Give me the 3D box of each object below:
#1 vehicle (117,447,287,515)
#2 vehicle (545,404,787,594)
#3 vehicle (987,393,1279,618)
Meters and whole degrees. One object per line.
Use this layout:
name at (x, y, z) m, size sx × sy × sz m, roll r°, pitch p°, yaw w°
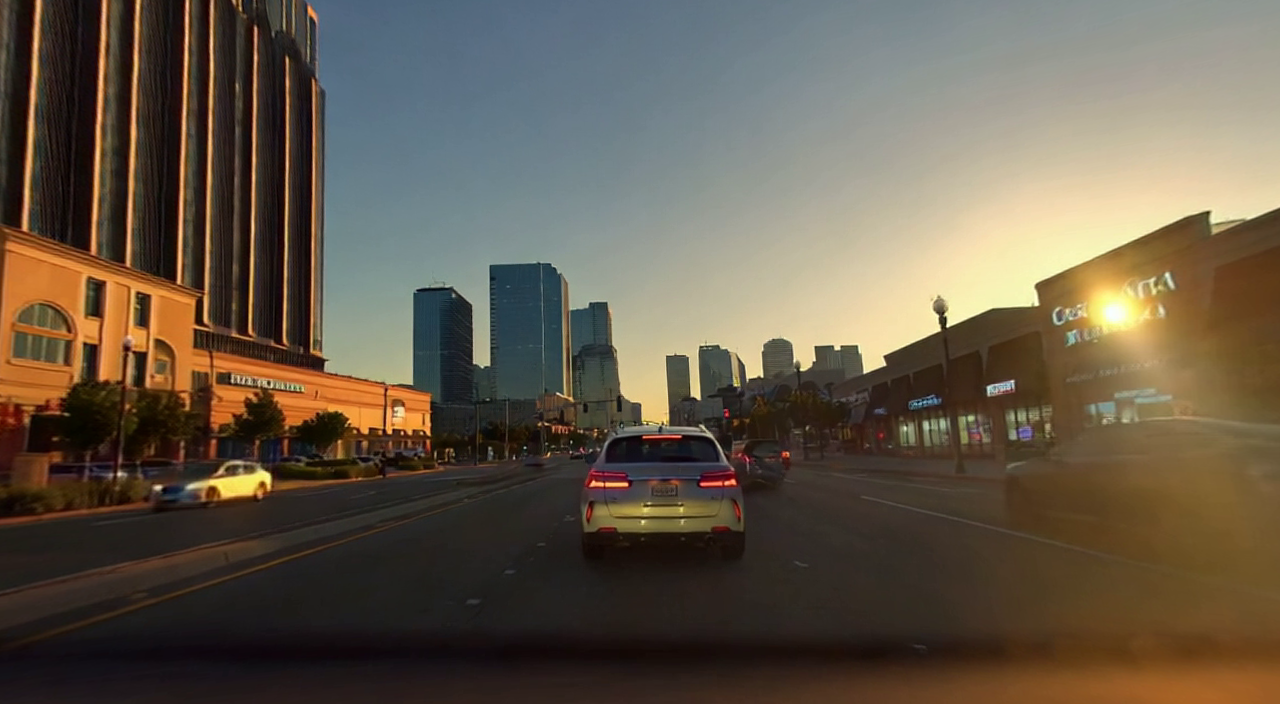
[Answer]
vehicle at (-12.397, 3.610, 18.280) m, size 1.965 × 1.695 × 4.284 m, roll 0°, pitch -8°, yaw -3°
vehicle at (0.221, 1.585, 7.584) m, size 2.125 × 1.669 × 3.880 m, roll 0°, pitch -8°, yaw 0°
vehicle at (5.819, 1.413, 6.594) m, size 2.086 × 1.627 × 4.294 m, roll -1°, pitch -8°, yaw 3°
